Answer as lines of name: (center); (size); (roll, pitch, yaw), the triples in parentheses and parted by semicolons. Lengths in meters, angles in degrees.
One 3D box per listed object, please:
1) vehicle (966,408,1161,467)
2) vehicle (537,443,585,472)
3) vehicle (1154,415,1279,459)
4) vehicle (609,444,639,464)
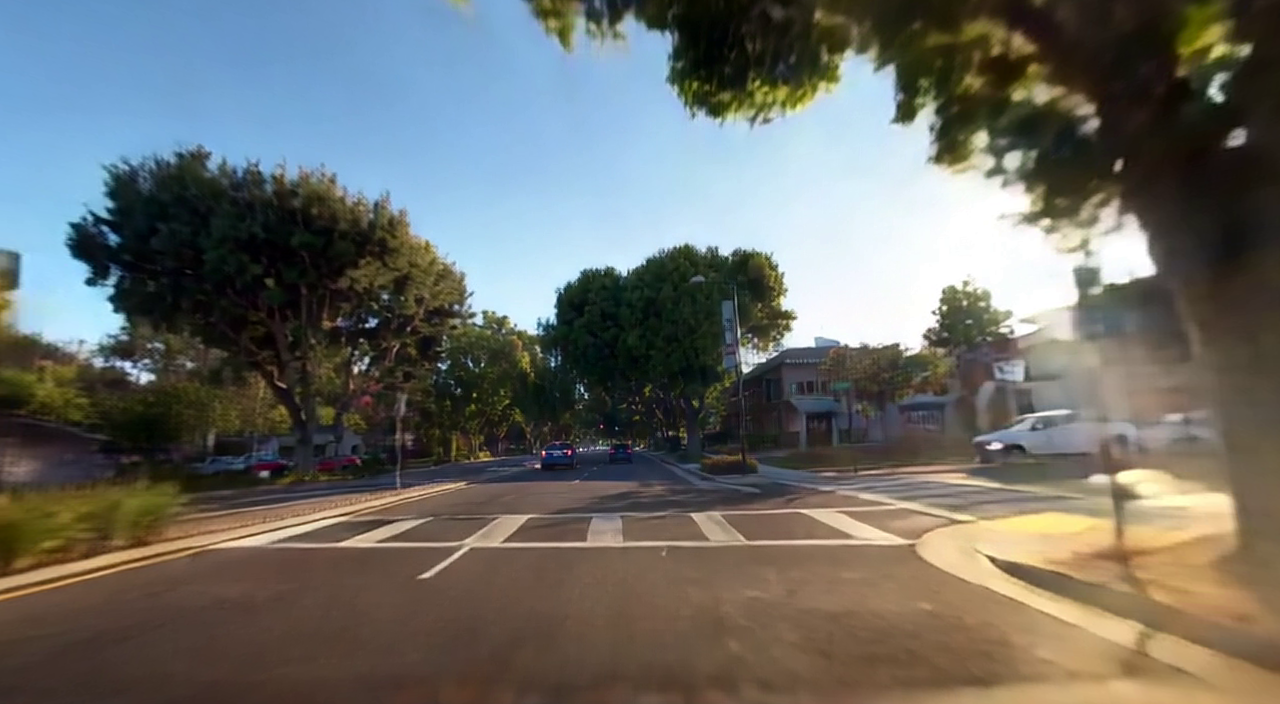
vehicle: (15.074, 3.090, 22.700); (5.230, 2.007, 2.410); (0, -8, 1)
vehicle: (-4.177, 5.639, 33.946); (2.083, 1.460, 4.527); (0, -8, -1)
vehicle: (22.175, 3.111, 22.988); (5.025, 1.532, 1.958); (0, -8, 0)
vehicle: (-1.182, 7.727, 47.793); (2.187, 1.478, 4.138); (0, -8, -1)
